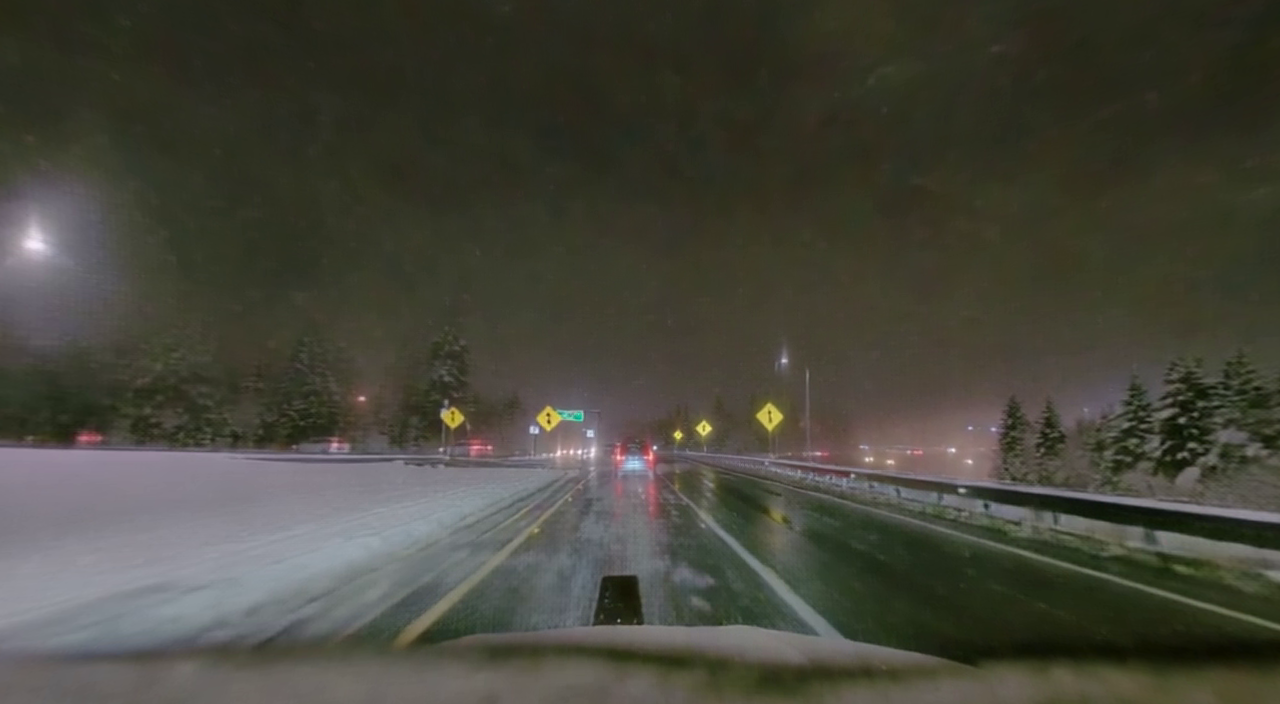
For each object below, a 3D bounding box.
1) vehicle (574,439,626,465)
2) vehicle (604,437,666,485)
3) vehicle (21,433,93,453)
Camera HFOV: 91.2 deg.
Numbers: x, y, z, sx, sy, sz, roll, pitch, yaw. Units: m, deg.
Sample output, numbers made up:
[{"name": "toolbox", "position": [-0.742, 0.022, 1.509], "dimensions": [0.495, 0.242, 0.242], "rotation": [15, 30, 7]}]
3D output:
[{"name": "vehicle", "position": [-2.546, 6.190, 38.791], "dimensions": [2.018, 1.505, 4.278], "rotation": [3, -9, -21]}, {"name": "vehicle", "position": [-0.198, 3.792, 22.062], "dimensions": [2.006, 1.486, 3.950], "rotation": [0, -9, -1]}, {"name": "vehicle", "position": [-46.383, 7.253, 49.922], "dimensions": [3.783, 1.466, 1.750], "rotation": [0, -9, -4]}]
